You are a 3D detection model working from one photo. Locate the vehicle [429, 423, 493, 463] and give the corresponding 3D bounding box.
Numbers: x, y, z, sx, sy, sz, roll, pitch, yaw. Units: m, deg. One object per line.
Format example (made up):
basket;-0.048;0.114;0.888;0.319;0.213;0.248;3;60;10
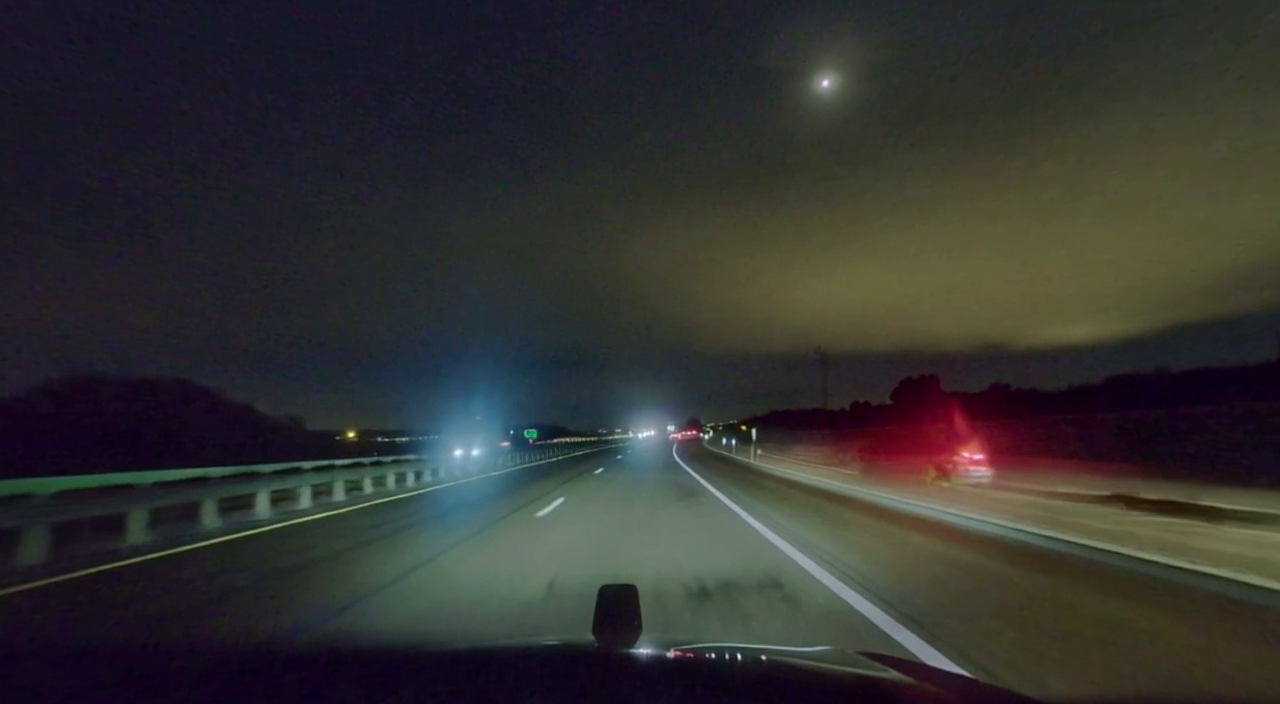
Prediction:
vehicle;-11.050;5.699;39.407;2.158;2.300;5.691;-1;-8;2
